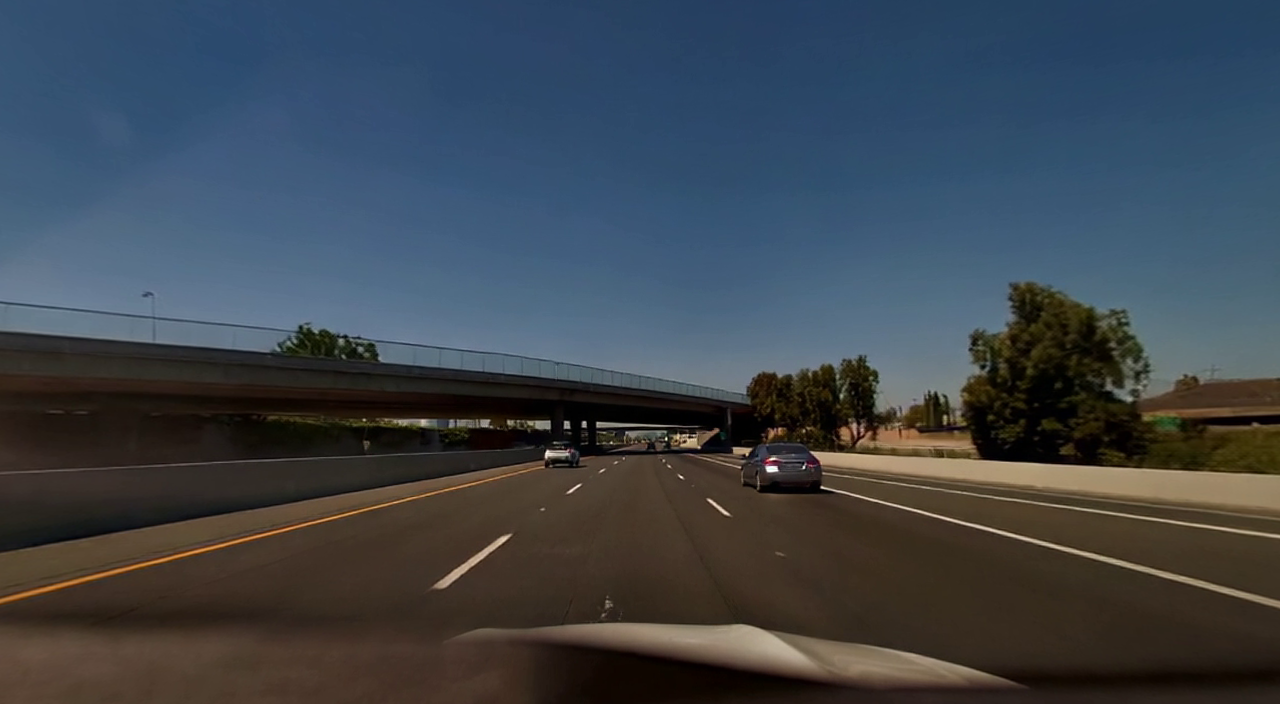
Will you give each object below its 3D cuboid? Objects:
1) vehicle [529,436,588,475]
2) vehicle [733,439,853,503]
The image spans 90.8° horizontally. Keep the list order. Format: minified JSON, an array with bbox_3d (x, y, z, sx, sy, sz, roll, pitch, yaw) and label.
[{"bbox_3d":[-3.701,4.790,29.422,2.048,1.618,4.424,0,-9,1],"label":"vehicle"},{"bbox_3d":[3.912,3.121,17.036,2.060,1.485,4.274,0,-9,-2],"label":"vehicle"}]
